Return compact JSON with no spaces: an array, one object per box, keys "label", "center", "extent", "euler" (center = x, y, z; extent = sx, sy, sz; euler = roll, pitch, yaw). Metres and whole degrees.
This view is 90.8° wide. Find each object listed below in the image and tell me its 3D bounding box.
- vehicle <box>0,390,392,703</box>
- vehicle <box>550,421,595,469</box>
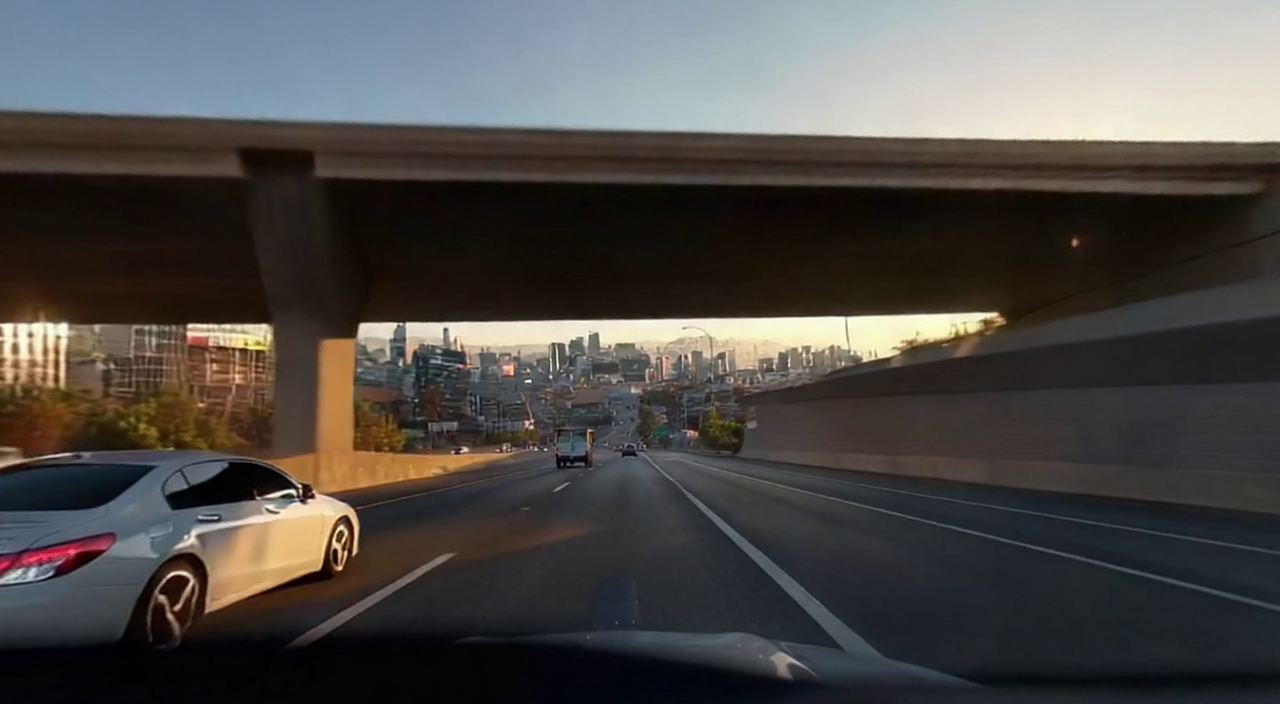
[{"label":"vehicle","center":[-3.901,1.277,4.965],"extent":[2.025,1.556,4.594],"euler":[0,-9,0]},{"label":"vehicle","center":[-4.359,6.219,42.144],"extent":[2.364,2.953,6.732],"euler":[0,-9,-1]}]
